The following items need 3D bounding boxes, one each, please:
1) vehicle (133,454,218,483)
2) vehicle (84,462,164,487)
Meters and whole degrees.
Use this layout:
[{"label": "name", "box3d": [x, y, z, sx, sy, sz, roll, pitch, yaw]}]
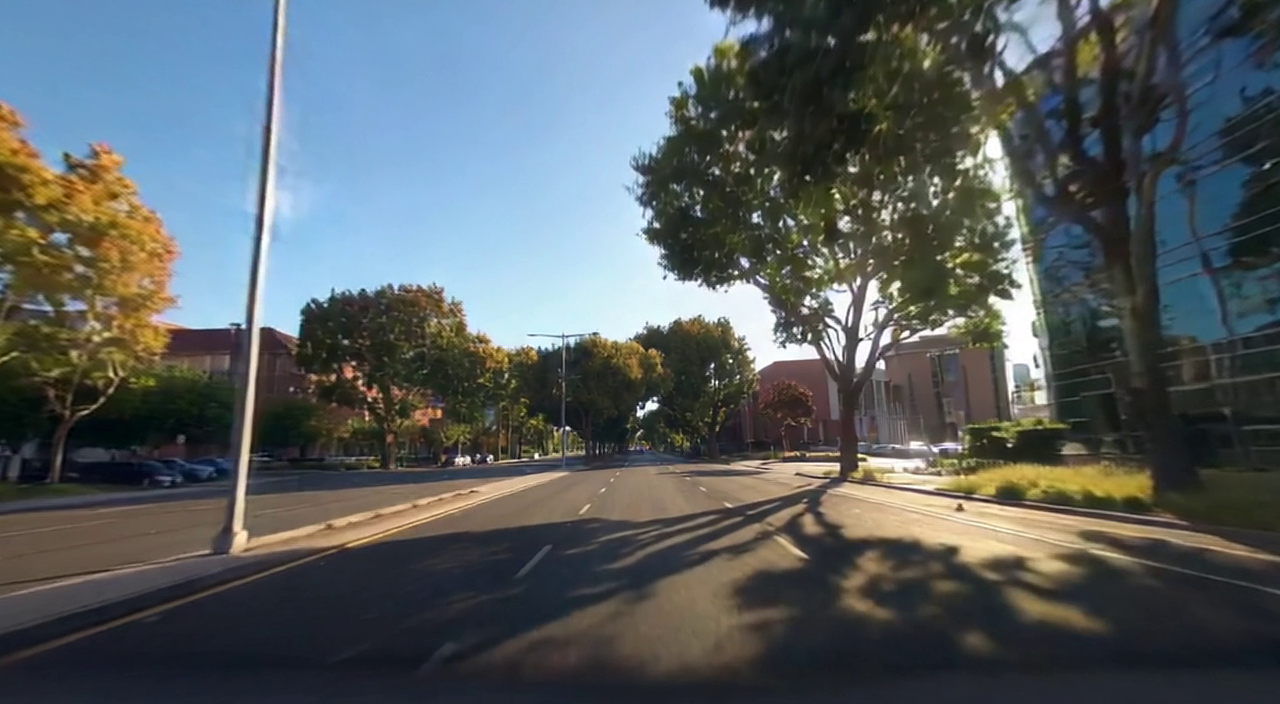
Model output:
[{"label": "vehicle", "box3d": [-31.657, 7.921, 43.270, 2.034, 1.818, 4.855, 0, -9, 2]}, {"label": "vehicle", "box3d": [-34.480, 8.155, 42.367, 1.569, 1.422, 4.542, 0, -8, 0]}]
